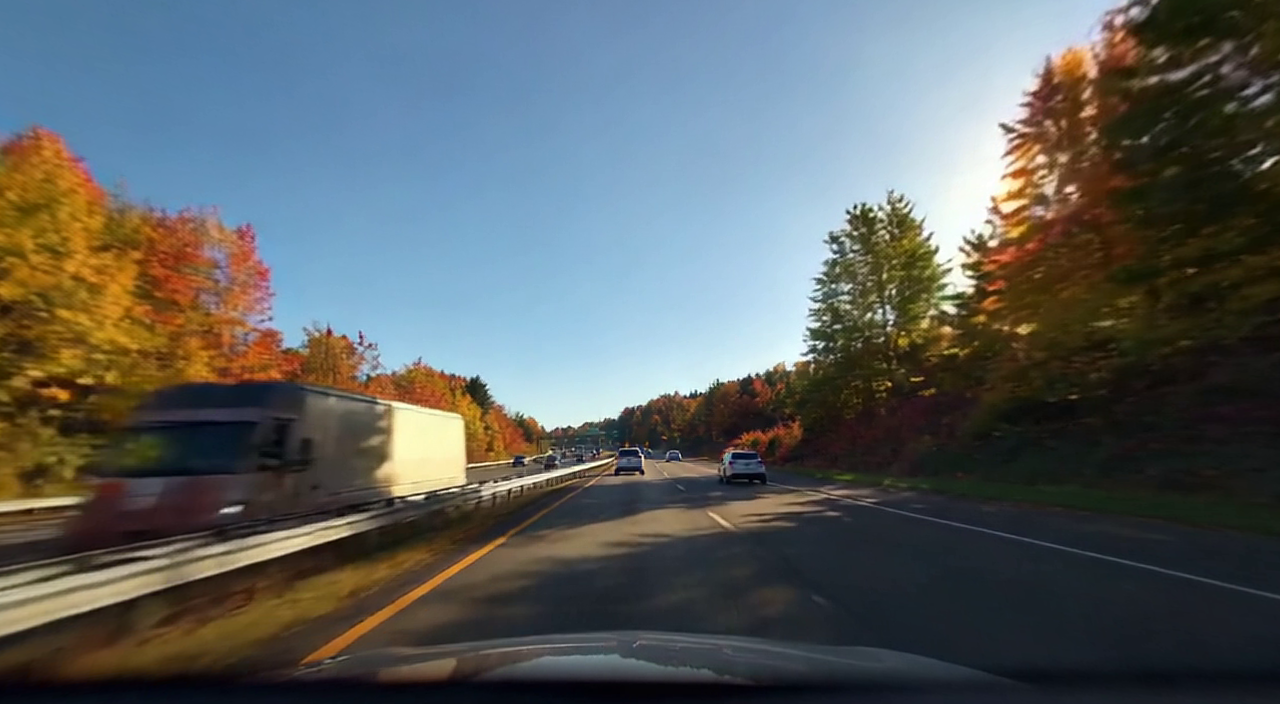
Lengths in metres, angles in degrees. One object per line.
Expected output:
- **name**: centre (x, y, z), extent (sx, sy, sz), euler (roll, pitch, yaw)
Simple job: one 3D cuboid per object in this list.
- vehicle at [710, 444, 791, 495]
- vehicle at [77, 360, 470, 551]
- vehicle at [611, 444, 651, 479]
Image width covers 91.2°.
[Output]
- **vehicle**: centre (3.567, 3.892, 21.121), extent (1.843, 1.505, 4.339), euler (0, -9, -1)
- **vehicle**: centre (-9.191, 3.198, 20.283), extent (2.893, 3.609, 16.653), euler (0, -9, 0)
- **vehicle**: centre (-0.457, 5.714, 32.912), extent (1.937, 1.699, 3.936), euler (0, -9, 0)
